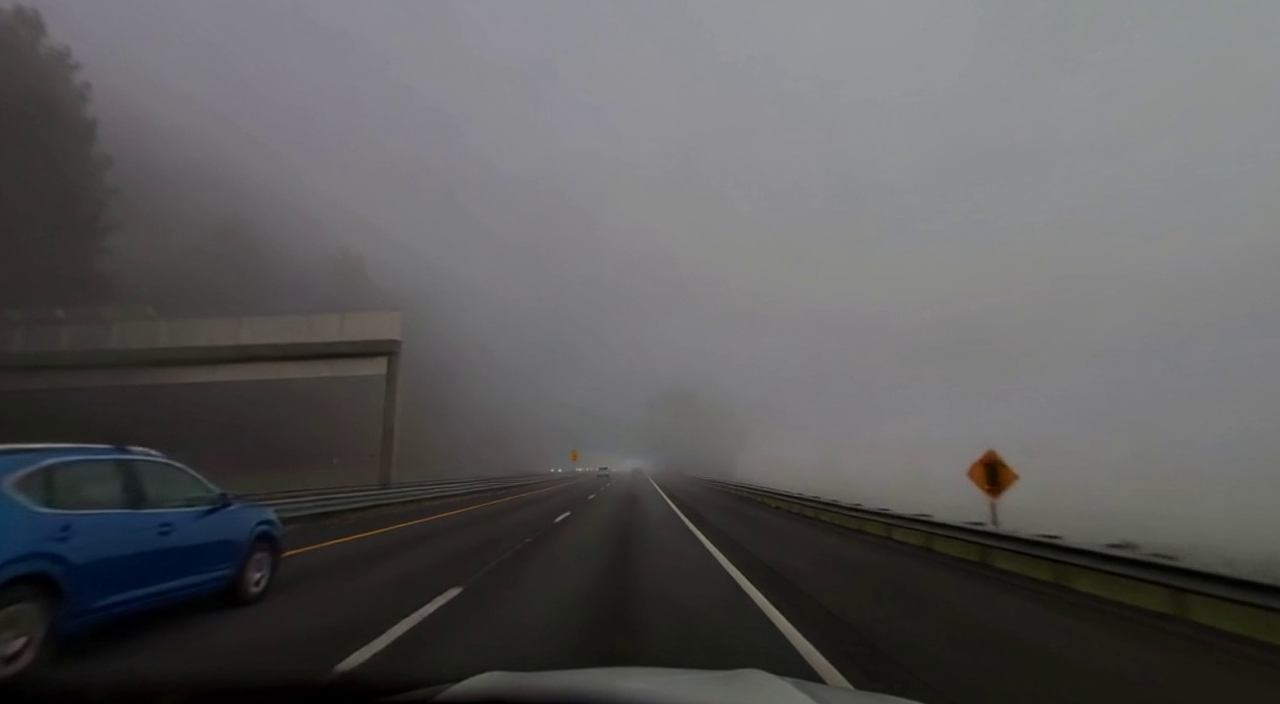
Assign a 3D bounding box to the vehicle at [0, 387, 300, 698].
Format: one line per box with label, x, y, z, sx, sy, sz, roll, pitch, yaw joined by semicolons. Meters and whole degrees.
vehicle;-4.434;1.138;4.074;2.042;1.629;4.276;1;-10;0
